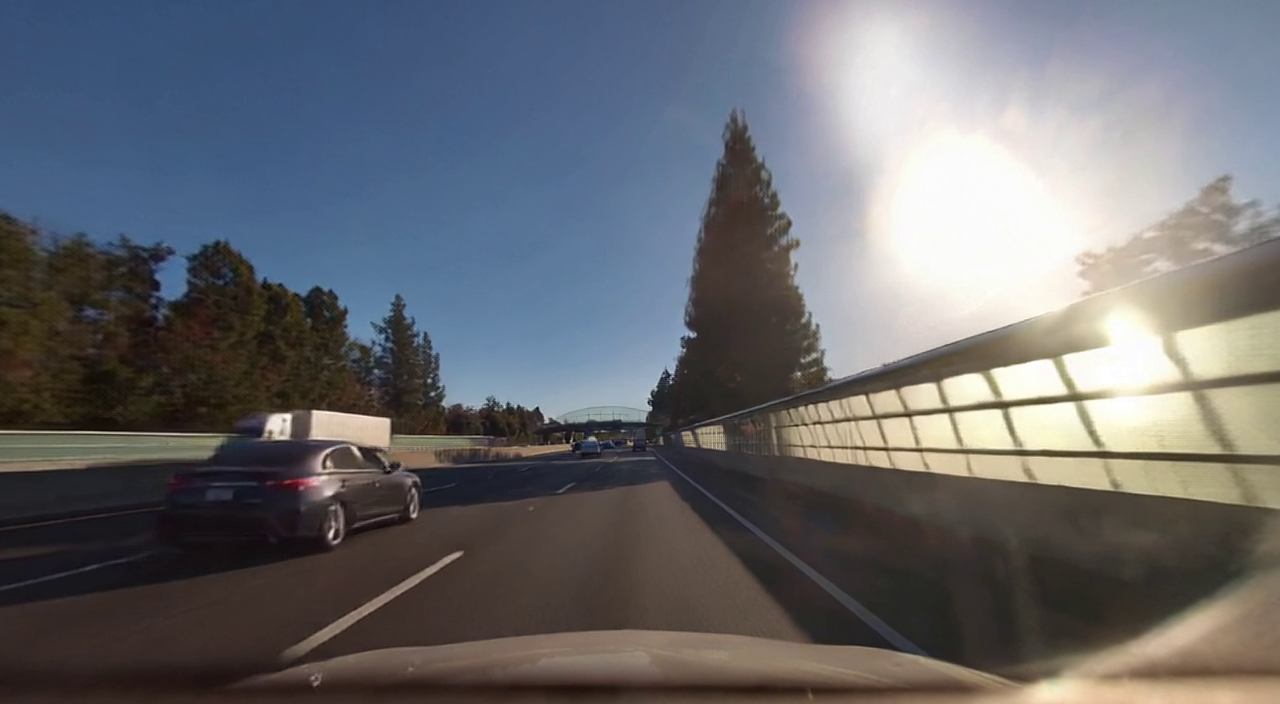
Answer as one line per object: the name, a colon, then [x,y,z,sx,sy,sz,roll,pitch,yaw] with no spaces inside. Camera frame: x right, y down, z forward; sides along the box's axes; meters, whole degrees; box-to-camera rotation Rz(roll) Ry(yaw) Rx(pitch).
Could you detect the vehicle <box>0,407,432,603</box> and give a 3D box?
vehicle: [-4.184,1.533,7.200,2.059,1.541,4.296,0,-8,1]
